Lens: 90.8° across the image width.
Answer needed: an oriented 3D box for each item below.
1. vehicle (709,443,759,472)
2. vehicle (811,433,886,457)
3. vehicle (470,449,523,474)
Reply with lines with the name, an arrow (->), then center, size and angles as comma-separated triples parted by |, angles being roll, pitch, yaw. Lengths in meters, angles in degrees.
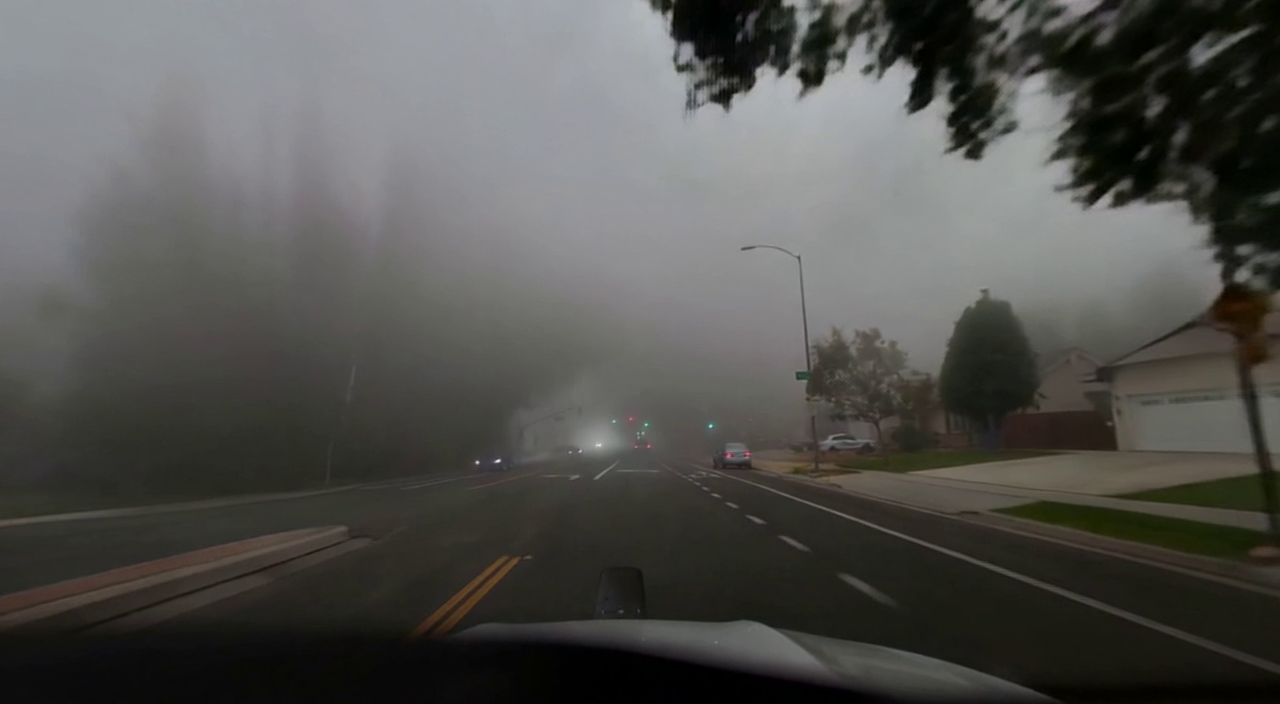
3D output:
vehicle -> 5.037, 5.721, 34.417 | 1.917, 1.440, 4.335 | 0, -9, -2
vehicle -> 13.233, 5.920, 40.260 | 4.164, 1.470, 1.921 | 0, -7, 2
vehicle -> -9.024, 6.924, 40.169 | 2.067, 1.491, 4.807 | -1, -9, 3
